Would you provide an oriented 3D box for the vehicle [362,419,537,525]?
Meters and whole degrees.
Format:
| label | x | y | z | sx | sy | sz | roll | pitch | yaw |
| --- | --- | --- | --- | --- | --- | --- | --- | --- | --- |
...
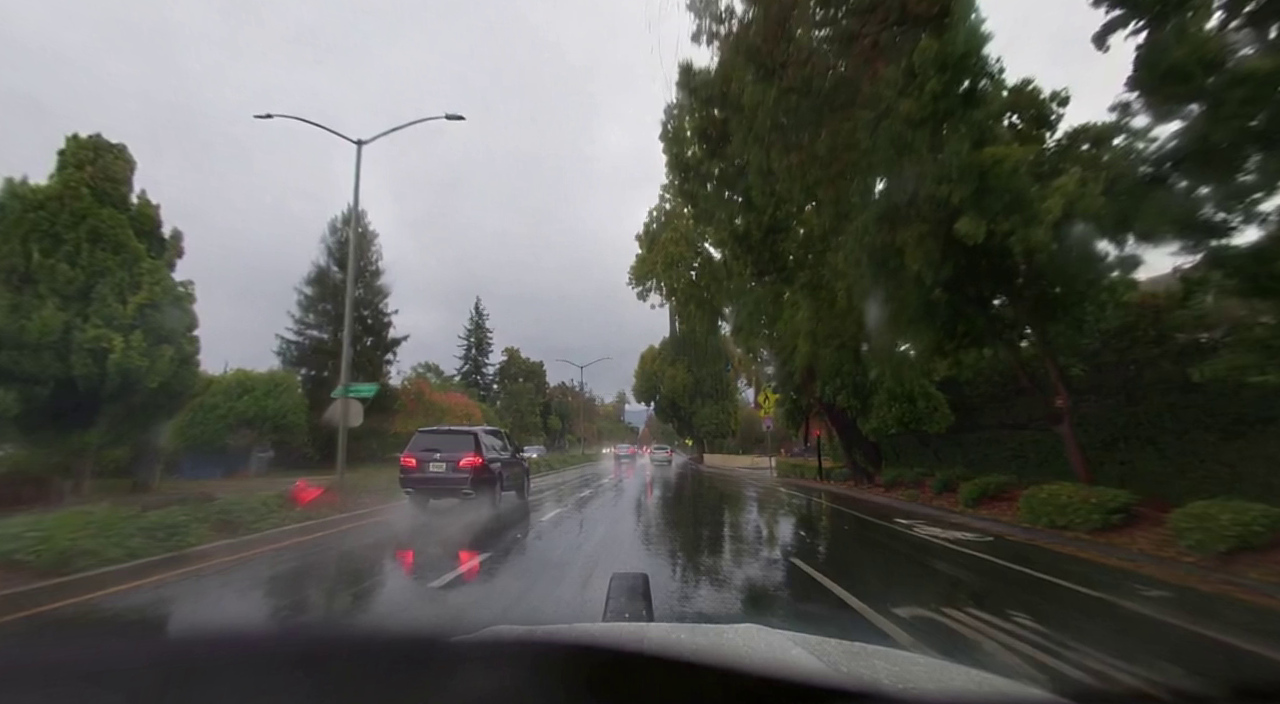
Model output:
| label | x | y | z | sx | sy | sz | roll | pitch | yaw |
| --- | --- | --- | --- | --- | --- | --- | --- | --- | --- |
| vehicle | -3.572 | 2.339 | 12.821 | 2.073 | 1.770 | 4.302 | 0 | -8 | 2 |

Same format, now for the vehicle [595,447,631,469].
| label | x | y | z | sx | sy | sz | roll | pitch | yaw |
| --- | --- | --- | --- | --- | --- | --- | --- | --- | --- |
| vehicle | -1.857 | 7.539 | 45.125 | 2.119 | 1.494 | 4.624 | 0 | -8 | 3 |
